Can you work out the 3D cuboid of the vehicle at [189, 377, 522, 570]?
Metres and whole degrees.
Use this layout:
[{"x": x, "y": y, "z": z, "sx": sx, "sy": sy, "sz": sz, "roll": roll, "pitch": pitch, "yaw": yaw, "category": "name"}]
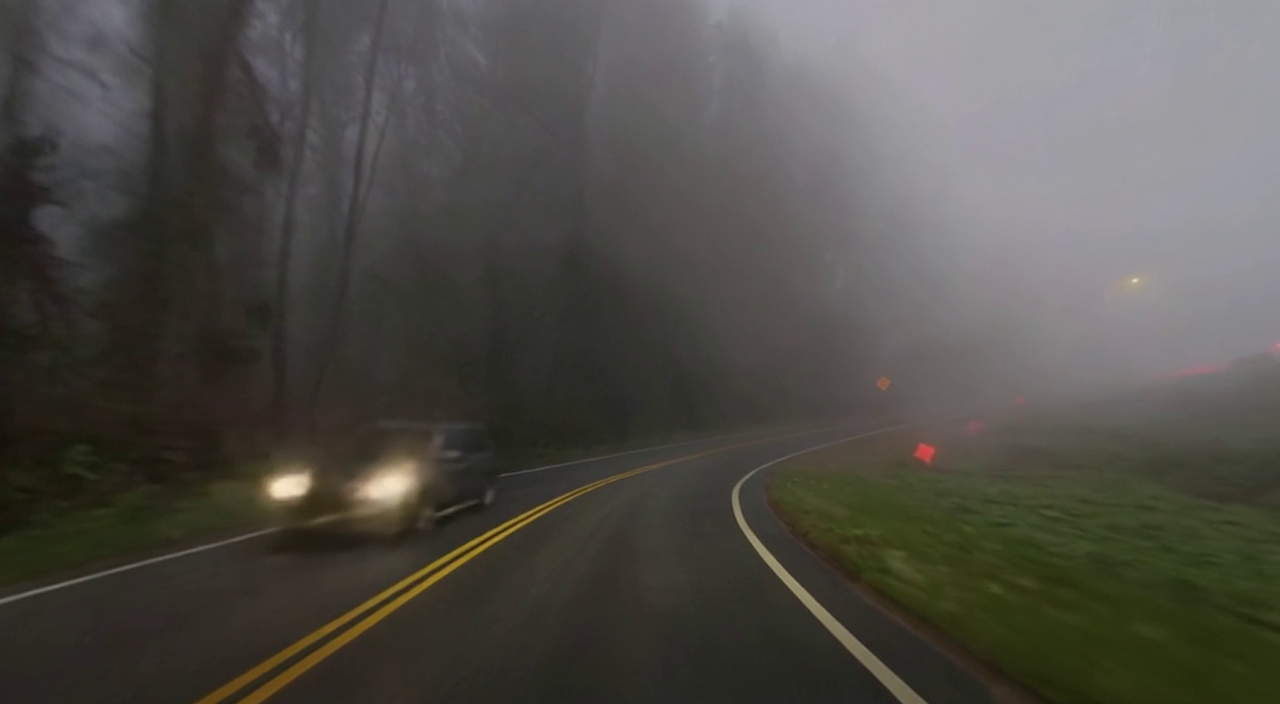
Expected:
[{"x": -3.381, "y": 1.594, "z": 8.943, "sx": 2.095, "sy": 1.939, "sz": 4.857, "roll": -1, "pitch": -9, "yaw": 5, "category": "vehicle"}]
